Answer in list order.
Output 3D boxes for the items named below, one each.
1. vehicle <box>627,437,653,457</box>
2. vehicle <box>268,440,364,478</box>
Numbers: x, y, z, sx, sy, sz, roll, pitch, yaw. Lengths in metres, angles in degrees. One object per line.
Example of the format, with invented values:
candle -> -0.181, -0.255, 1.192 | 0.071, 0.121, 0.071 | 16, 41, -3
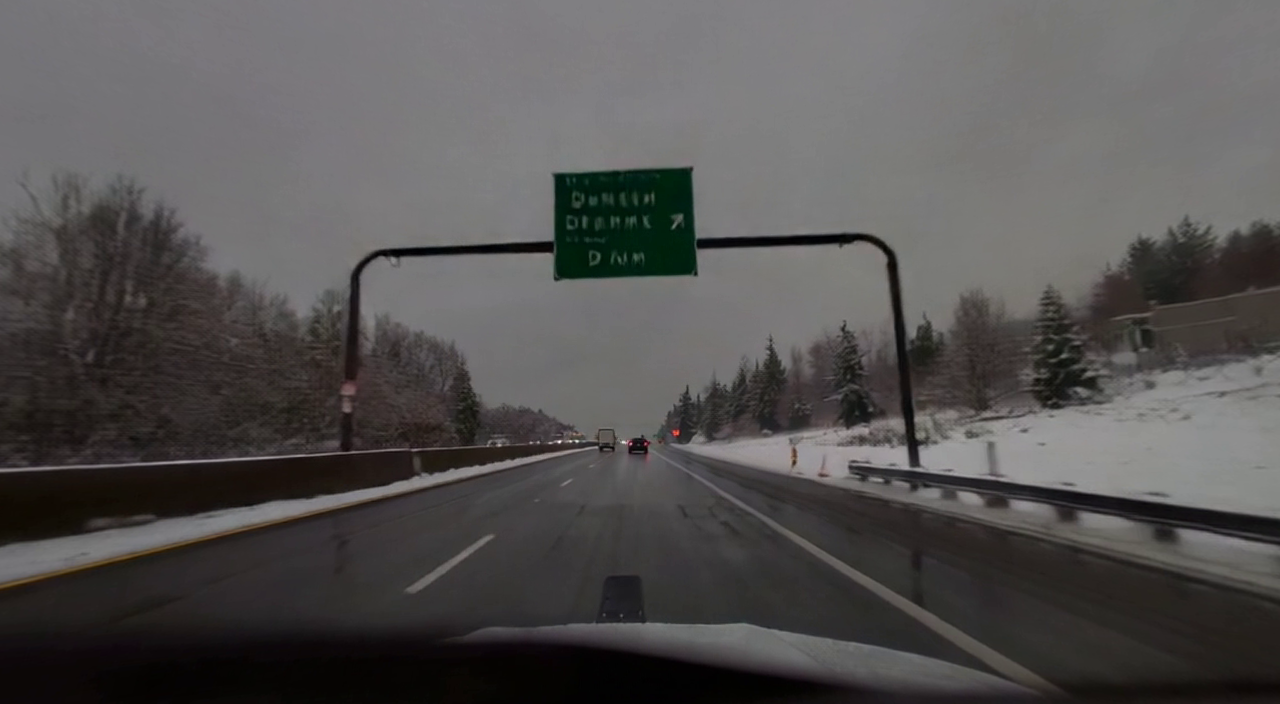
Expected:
vehicle -> -0.009, 7.483, 49.739 | 2.030, 1.523, 4.114 | 0, -8, 0
vehicle -> -14.617, 4.810, 28.744 | 1.903, 1.549, 4.611 | 0, -8, 0
